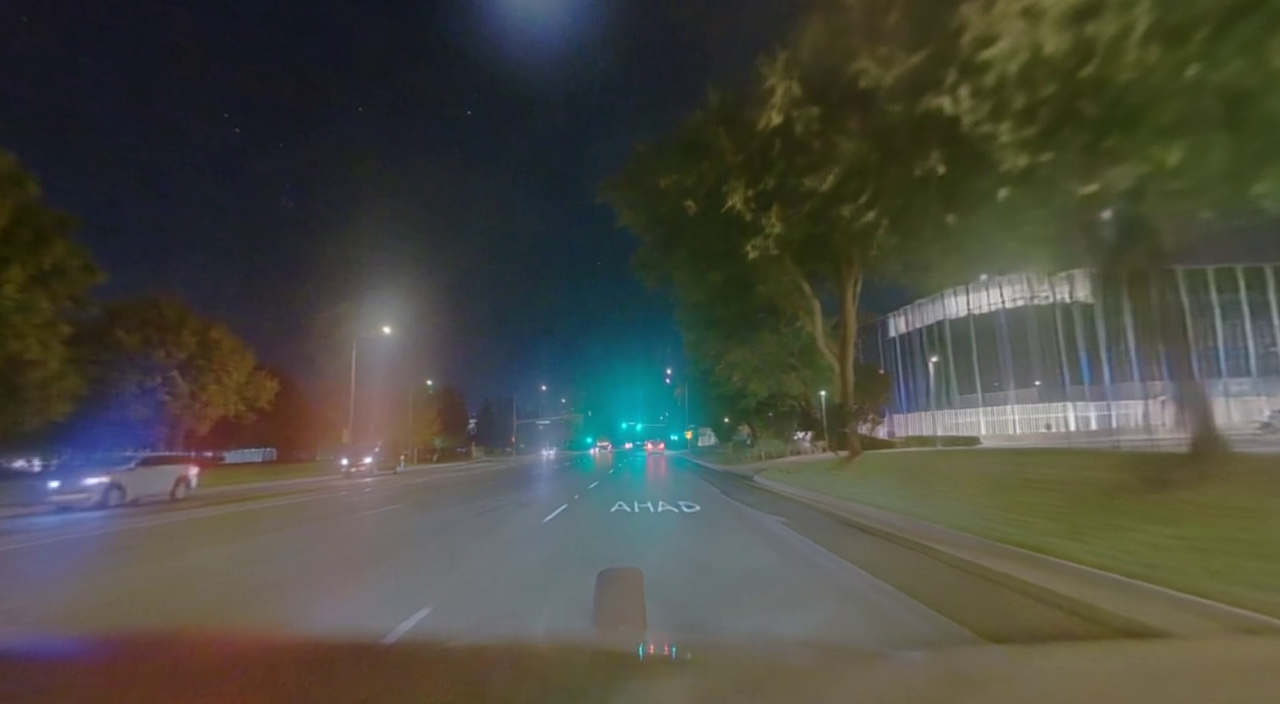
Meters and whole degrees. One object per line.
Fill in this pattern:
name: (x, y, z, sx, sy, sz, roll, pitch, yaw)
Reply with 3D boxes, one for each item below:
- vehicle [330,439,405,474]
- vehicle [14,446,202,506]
vehicle: (-17.258, 6.630, 40.126, 2.331, 2.109, 5.400, 0, -8, 0)
vehicle: (-17.375, 4.013, 20.937, 2.112, 1.754, 4.740, 0, -8, -1)
